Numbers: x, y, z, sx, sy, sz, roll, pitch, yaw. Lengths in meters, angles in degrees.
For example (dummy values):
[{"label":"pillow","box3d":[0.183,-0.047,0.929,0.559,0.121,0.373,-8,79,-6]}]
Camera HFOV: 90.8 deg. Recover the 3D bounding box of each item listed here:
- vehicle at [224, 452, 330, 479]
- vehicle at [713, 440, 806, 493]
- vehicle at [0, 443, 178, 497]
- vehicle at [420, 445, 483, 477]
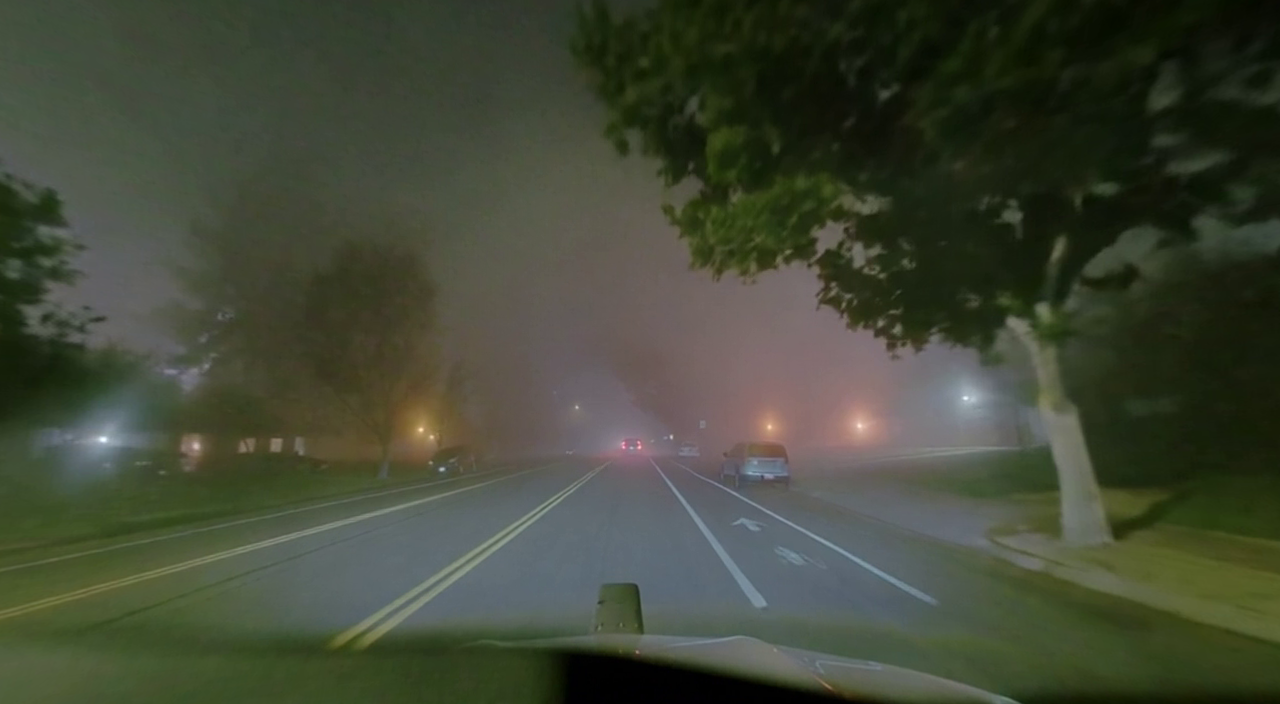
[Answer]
[{"label":"vehicle","box3d":[-18.809,5.889,32.869,4.326,1.355,1.812,1,-8,-4]},{"label":"vehicle","box3d":[3.718,3.647,20.559,2.014,1.498,4.484,0,-8,-2]},{"label":"vehicle","box3d":[-19.974,4.257,23.028,4.496,1.823,2.046,1,-8,-6]},{"label":"vehicle","box3d":[-11.517,6.659,39.042,2.086,1.711,5.661,-4,-8,0]}]
